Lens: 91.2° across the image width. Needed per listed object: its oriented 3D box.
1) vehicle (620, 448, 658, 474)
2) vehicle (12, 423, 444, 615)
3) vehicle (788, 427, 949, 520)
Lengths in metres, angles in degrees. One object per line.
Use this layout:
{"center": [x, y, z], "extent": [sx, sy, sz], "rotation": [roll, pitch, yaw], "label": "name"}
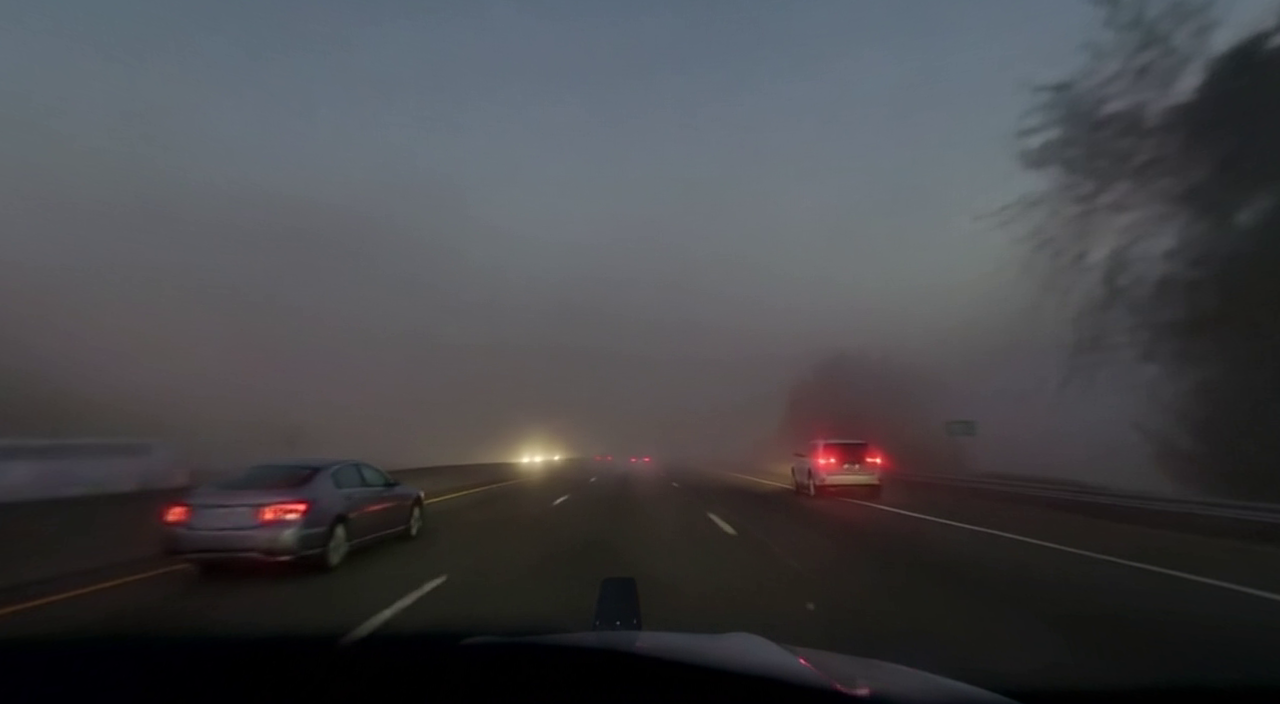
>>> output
{"center": [-0.029, 6.903, 39.882], "extent": [1.969, 1.595, 3.964], "rotation": [-1, -9, 6], "label": "vehicle"}
{"center": [-4.198, 1.754, 7.503], "extent": [2.084, 1.594, 4.219], "rotation": [-1, -9, 4], "label": "vehicle"}
{"center": [4.704, 2.575, 13.695], "extent": [2.143, 1.667, 4.221], "rotation": [-1, -9, 4], "label": "vehicle"}
